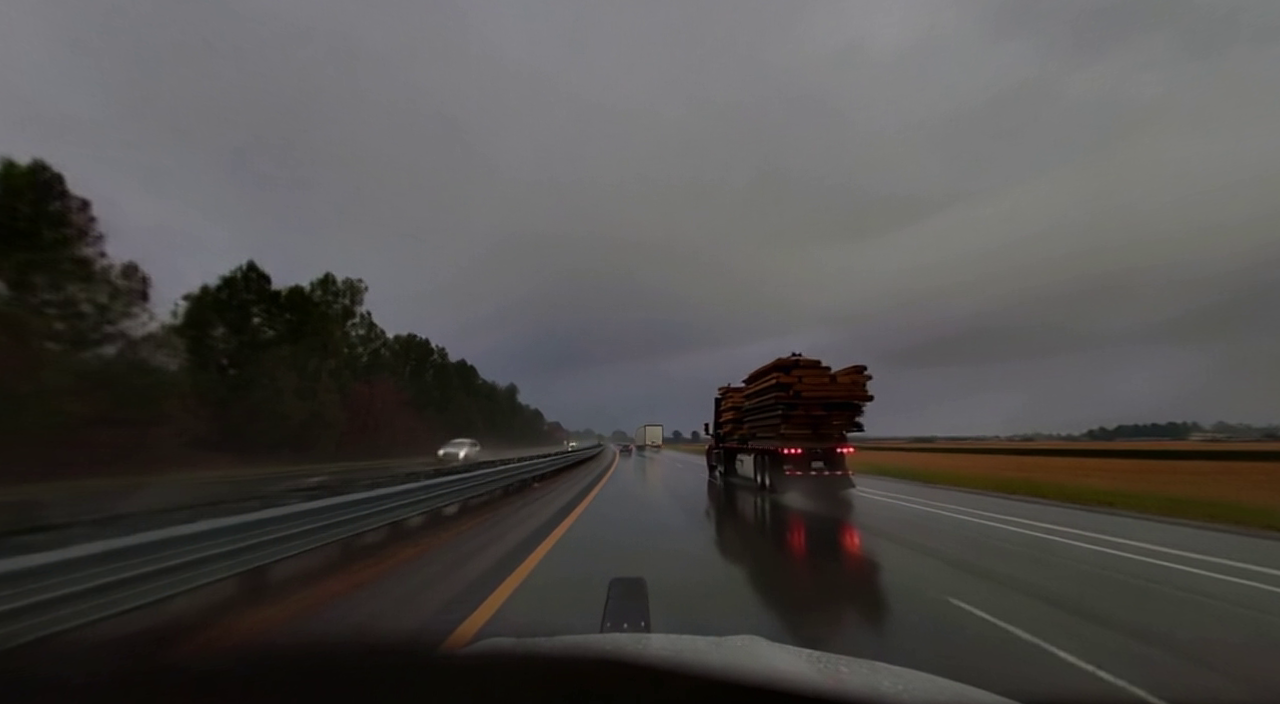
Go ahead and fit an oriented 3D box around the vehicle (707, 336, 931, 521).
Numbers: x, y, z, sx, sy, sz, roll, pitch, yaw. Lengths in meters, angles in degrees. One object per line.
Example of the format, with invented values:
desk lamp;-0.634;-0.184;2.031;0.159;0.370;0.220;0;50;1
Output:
vehicle;4.793;2.784;22.226;3.023;4.054;16.882;0;-8;0
